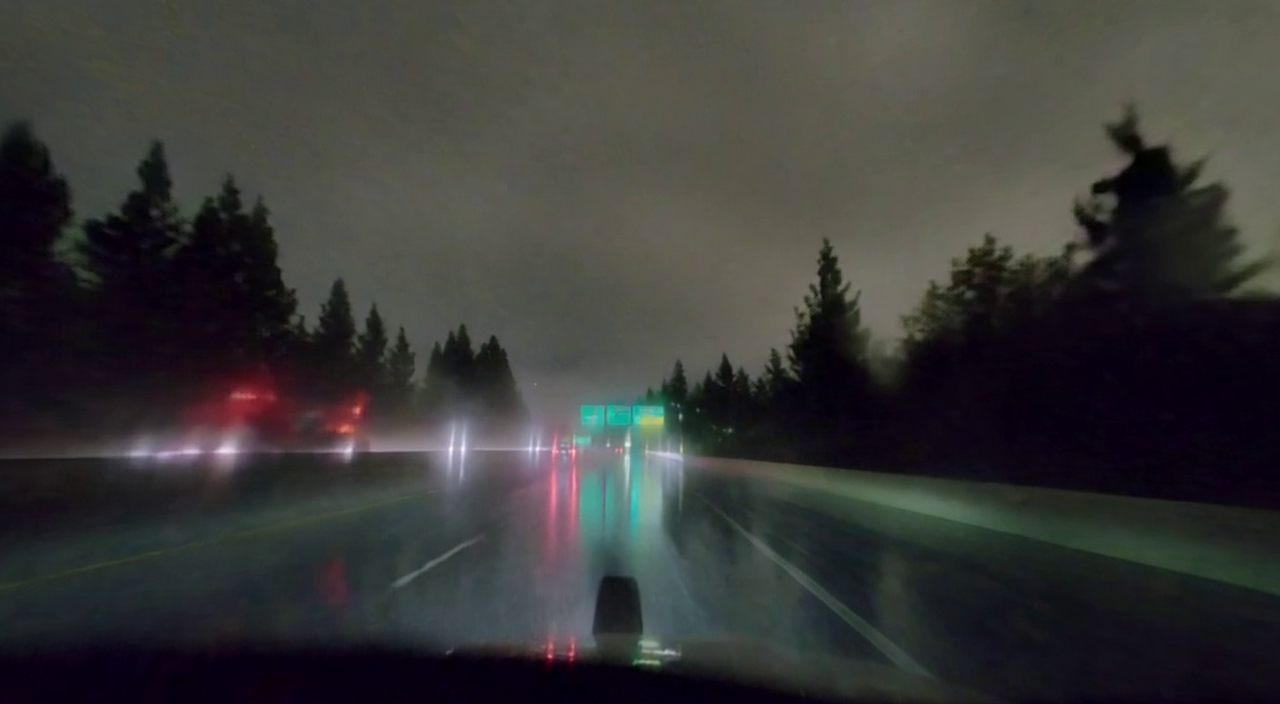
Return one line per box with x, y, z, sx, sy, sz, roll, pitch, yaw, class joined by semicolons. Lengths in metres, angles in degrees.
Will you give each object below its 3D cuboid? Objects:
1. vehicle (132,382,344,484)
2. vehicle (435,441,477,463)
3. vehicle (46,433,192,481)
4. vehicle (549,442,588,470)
-12.879;2.810;21.106;2.343;2.825;7.354;0;-9;-1;vehicle
-13.382;7.316;45.737;1.842;1.495;3.909;0;-9;0;vehicle
-18.085;3.677;22.039;1.825;1.500;3.914;0;-9;-2;vehicle
-4.569;6.747;40.644;2.098;1.692;4.038;0;-9;-1;vehicle
